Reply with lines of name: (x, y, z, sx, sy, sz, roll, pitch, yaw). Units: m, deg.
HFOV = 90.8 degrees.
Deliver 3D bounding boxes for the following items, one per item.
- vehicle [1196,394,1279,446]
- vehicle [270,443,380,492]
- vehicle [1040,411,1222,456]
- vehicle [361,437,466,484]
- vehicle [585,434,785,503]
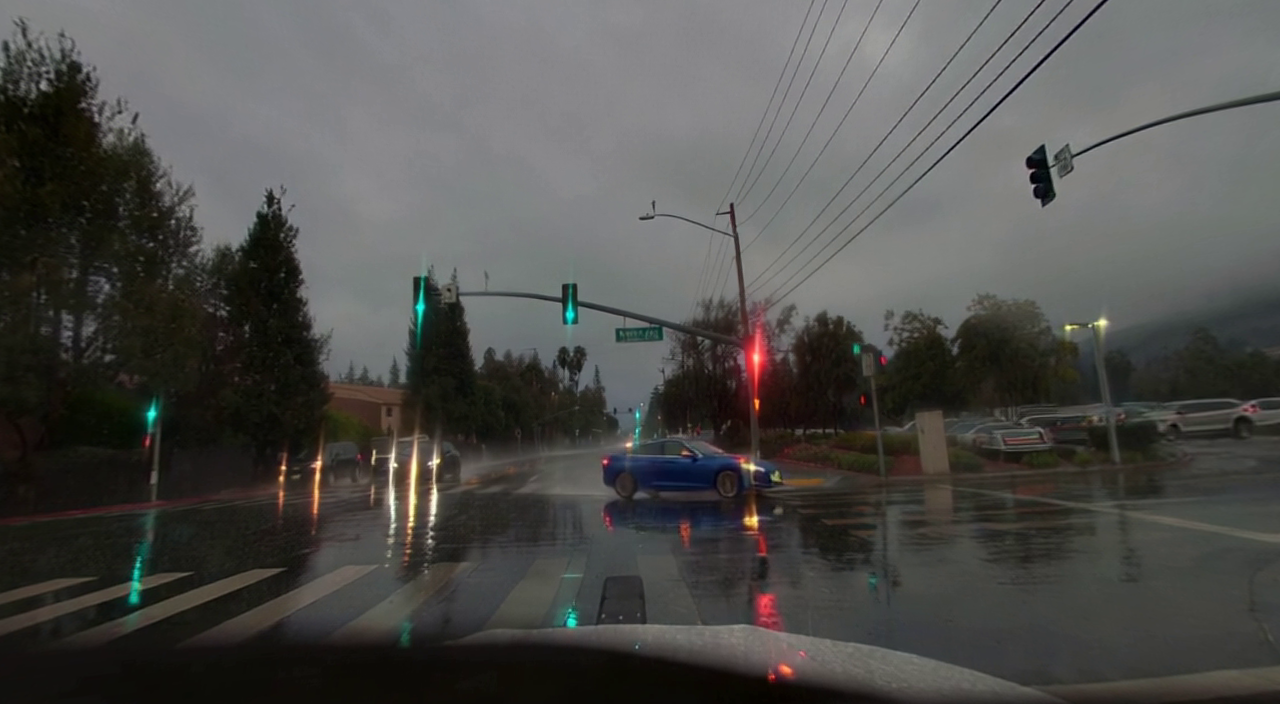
vehicle: (24.603, 2.784, 24.998, 2.098, 1.857, 4.861, -3, -9, 20)
vehicle: (-13.776, 5.066, 28.067, 2.306, 1.957, 4.968, 0, -9, -1)
vehicle: (16.946, 2.905, 22.116, 4.560, 1.453, 1.851, -3, -9, 18)
vehicle: (-10.145, 4.919, 28.979, 2.664, 1.940, 5.702, 0, -9, 0)
vehicle: (1.035, 2.849, 15.844, 4.592, 1.470, 2.071, -7, -11, 37)
